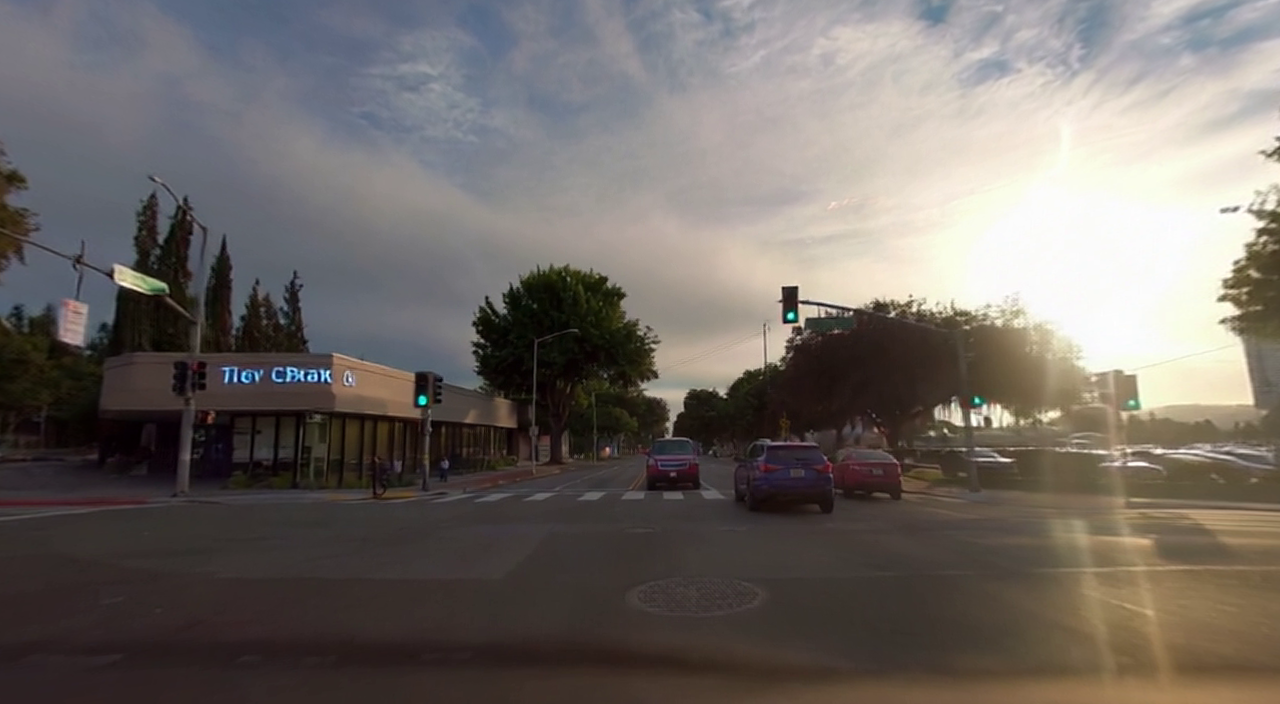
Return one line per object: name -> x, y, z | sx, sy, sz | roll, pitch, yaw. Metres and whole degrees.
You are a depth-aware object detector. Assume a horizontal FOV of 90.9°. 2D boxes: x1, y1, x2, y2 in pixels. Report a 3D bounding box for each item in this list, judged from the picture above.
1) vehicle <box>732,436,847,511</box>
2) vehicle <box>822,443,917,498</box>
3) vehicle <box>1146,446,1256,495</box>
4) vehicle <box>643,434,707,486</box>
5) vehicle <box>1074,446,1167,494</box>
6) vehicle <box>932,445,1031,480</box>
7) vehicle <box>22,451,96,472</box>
vehicle -> 3.841, 3.181, 17.105 | 2.048, 1.725, 4.754 | 0, -8, 1
vehicle -> 7.673, 3.944, 21.495 | 1.792, 1.682, 4.089 | 0, -8, 2
vehicle -> 19.848, 4.151, 22.489 | 1.791, 1.520, 3.649 | -4, -9, 24
vehicle -> 1.364, 4.455, 26.479 | 2.390, 1.948, 5.344 | 0, -8, 1
vehicle -> 17.484, 4.258, 23.143 | 1.875, 1.543, 3.853 | -4, -9, 26
vehicle -> 17.130, 5.523, 31.867 | 1.924, 1.579, 4.084 | 3, -8, -18
vehicle -> -40.504, 7.621, 43.994 | 3.391, 1.379, 1.562 | 3, -9, -24
